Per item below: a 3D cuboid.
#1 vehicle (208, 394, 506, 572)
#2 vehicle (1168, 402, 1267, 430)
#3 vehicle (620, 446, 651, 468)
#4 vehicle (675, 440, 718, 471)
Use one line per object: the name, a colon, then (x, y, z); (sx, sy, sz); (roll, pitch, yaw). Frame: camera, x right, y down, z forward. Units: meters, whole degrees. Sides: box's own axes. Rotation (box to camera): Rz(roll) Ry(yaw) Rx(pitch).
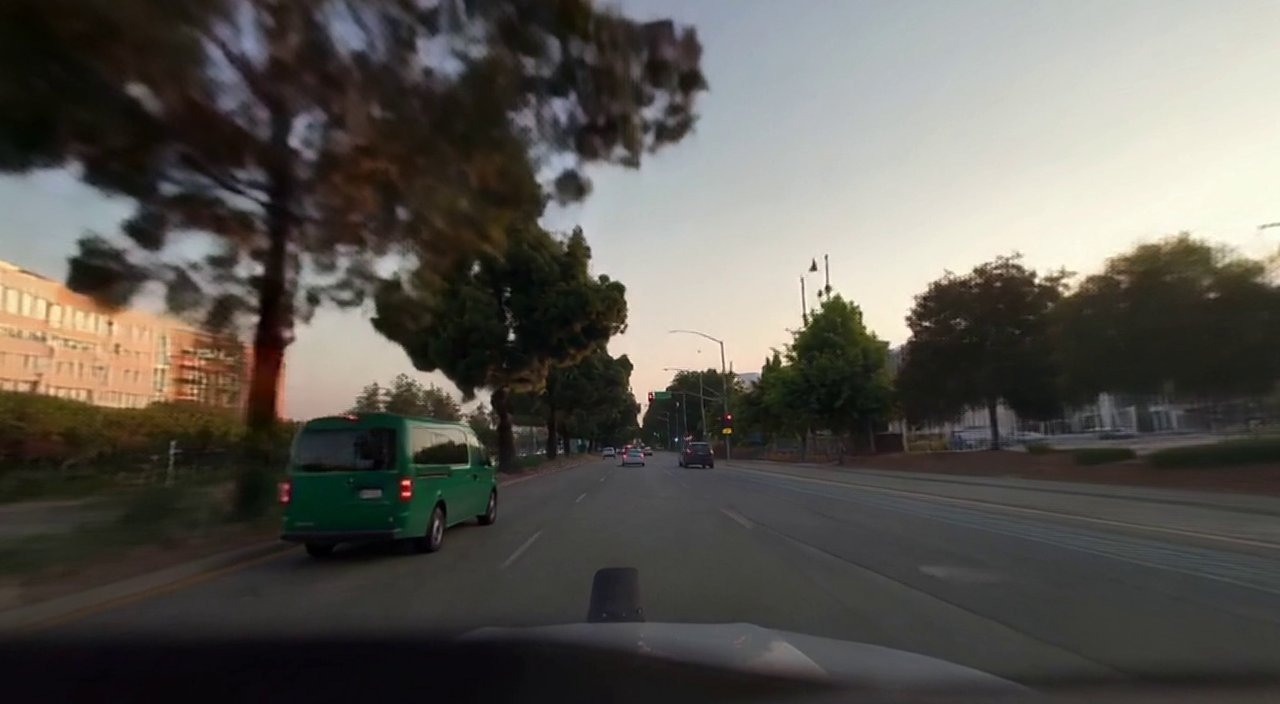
vehicle: (-3.486, 1.732, 9.091); (2.075, 1.863, 4.744); (0, -9, 0)
vehicle: (44.058, 4.961, 48.426); (2.456, 1.814, 5.503); (-1, -9, 2)
vehicle: (-0.343, 7.265, 43.802); (2.039, 1.455, 3.826); (0, -9, -2)
vehicle: (3.434, 6.412, 39.360); (2.181, 1.781, 4.257); (0, -9, -2)
